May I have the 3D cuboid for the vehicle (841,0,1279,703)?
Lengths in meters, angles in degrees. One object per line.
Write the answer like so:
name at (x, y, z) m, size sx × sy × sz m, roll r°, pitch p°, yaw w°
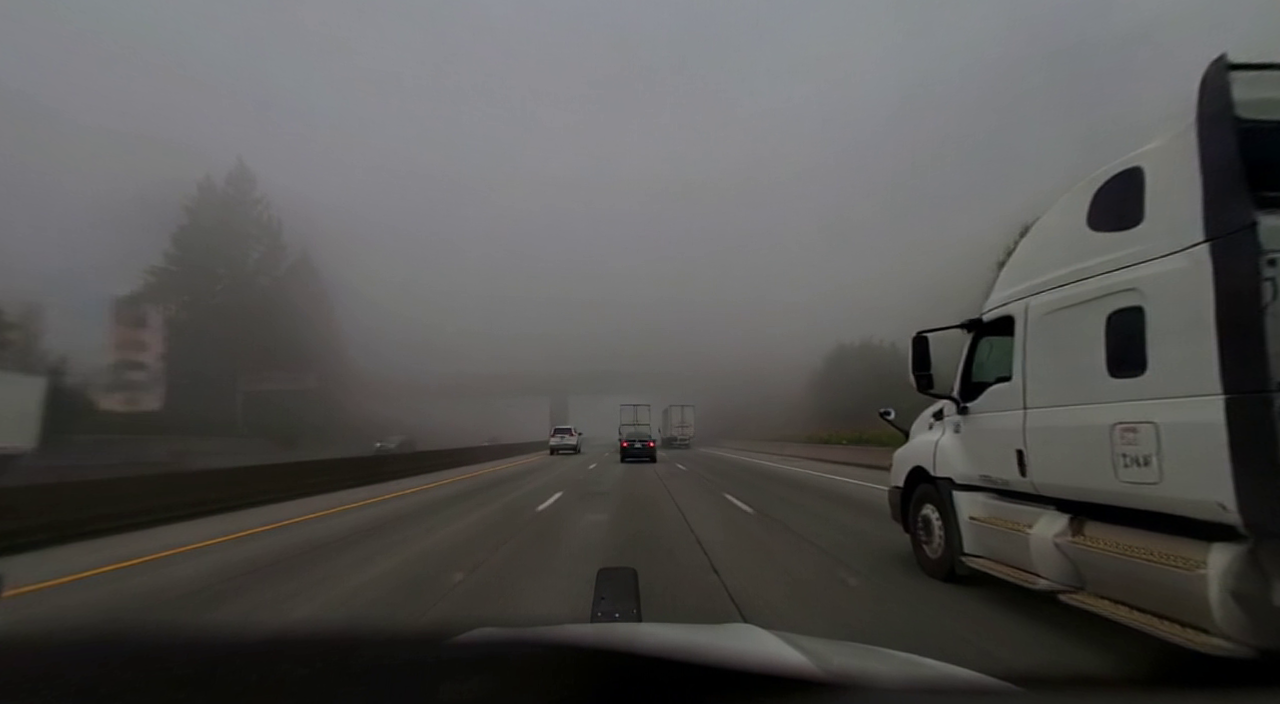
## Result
vehicle at (3.738, -0.008, 3.048) m, size 2.783 × 3.483 × 7.836 m, roll 0°, pitch -8°, yaw -1°

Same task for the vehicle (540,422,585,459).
vehicle at (-4.395, 5.069, 36.326) m, size 2.013 × 1.961 × 4.692 m, roll 0°, pitch -8°, yaw 0°

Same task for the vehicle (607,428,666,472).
vehicle at (-0.179, 3.658, 23.776) m, size 2.059 × 1.522 × 3.693 m, roll 0°, pitch -8°, yaw -1°
